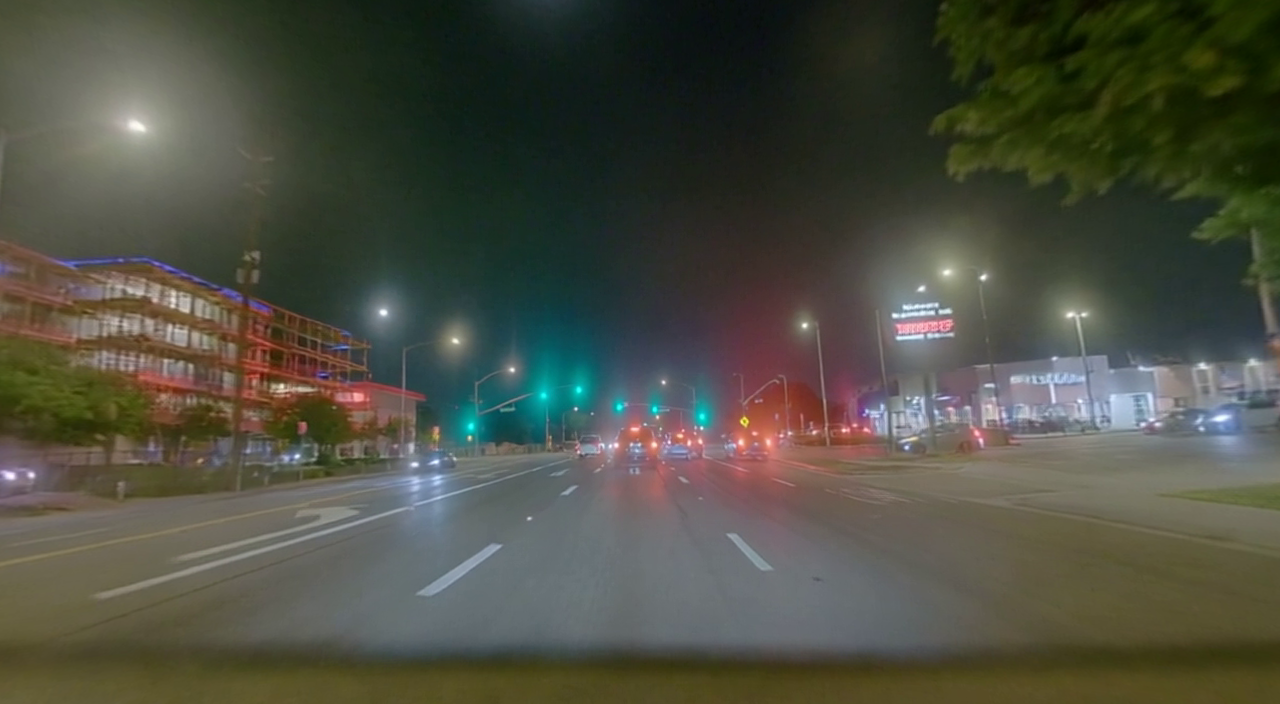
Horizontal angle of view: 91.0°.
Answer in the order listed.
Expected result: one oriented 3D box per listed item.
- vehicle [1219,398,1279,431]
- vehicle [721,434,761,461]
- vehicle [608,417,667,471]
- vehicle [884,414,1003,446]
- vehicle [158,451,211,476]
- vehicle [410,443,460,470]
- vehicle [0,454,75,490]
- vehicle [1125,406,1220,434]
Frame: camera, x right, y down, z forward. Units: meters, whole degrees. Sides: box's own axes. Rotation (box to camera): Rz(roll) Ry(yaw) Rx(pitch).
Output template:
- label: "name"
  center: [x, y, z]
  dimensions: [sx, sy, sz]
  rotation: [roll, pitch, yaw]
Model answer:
- label: "vehicle"
  center: [35.609, 3.679, 36.471]
  dimensions: [1.999, 1.667, 4.518]
  rotation: [-5, -10, 31]
- label: "vehicle"
  center: [5.921, 5.647, 37.324]
  dimensions: [2.145, 1.503, 4.267]
  rotation: [-1, -9, 7]
- label: "vehicle"
  center: [-0.139, 4.096, 28.035]
  dimensions: [2.350, 2.122, 5.801]
  rotation: [0, -9, -1]
- label: "vehicle"
  center: [15.004, 3.925, 31.212]
  dimensions: [4.986, 1.467, 2.025]
  rotation: [-6, -10, 34]
- label: "vehicle"
  center: [-33.220, 8.082, 45.843]
  dimensions: [4.692, 1.720, 1.941]
  rotation: [-7, -11, 40]
- label: "vehicle"
  center: [-13.013, 6.647, 40.159]
  dimensions: [1.887, 1.536, 4.088]
  rotation: [-2, -8, -1]
- label: "vehicle"
  center: [-28.010, 5.269, 27.706]
  dimensions: [1.842, 1.477, 4.393]
  rotation: [-8, -12, 42]
- label: "vehicle"
  center: [31.025, 4.054, 36.868]
  dimensions: [1.810, 1.448, 4.550]
  rotation: [-1, -9, 4]
